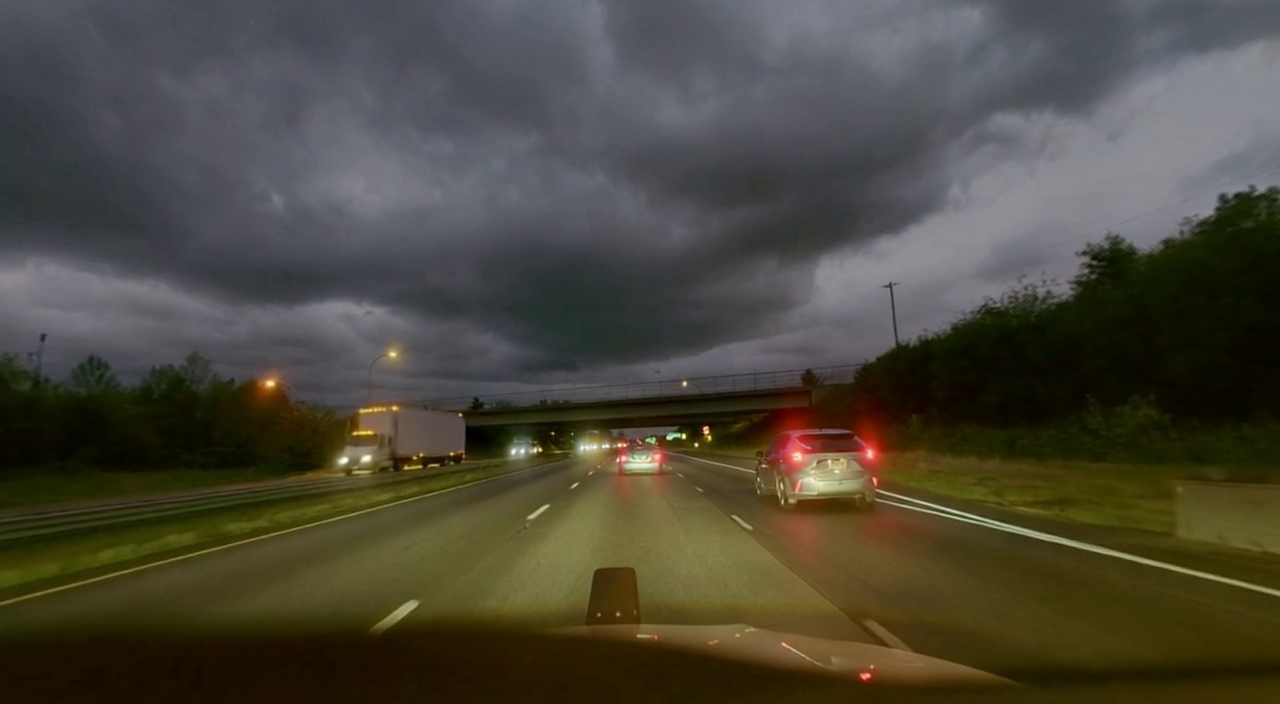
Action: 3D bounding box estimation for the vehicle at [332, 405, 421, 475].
[{"bbox_3d":[-16.075,5.426,38.915,3.032,3.983,5.800,0,-8,-1],"label":"vehicle"}]

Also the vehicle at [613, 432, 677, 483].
[{"bbox_3d":[0.106,3.746,22.653,2.092,1.636,4.024,0,-8,-2],"label":"vehicle"}]
